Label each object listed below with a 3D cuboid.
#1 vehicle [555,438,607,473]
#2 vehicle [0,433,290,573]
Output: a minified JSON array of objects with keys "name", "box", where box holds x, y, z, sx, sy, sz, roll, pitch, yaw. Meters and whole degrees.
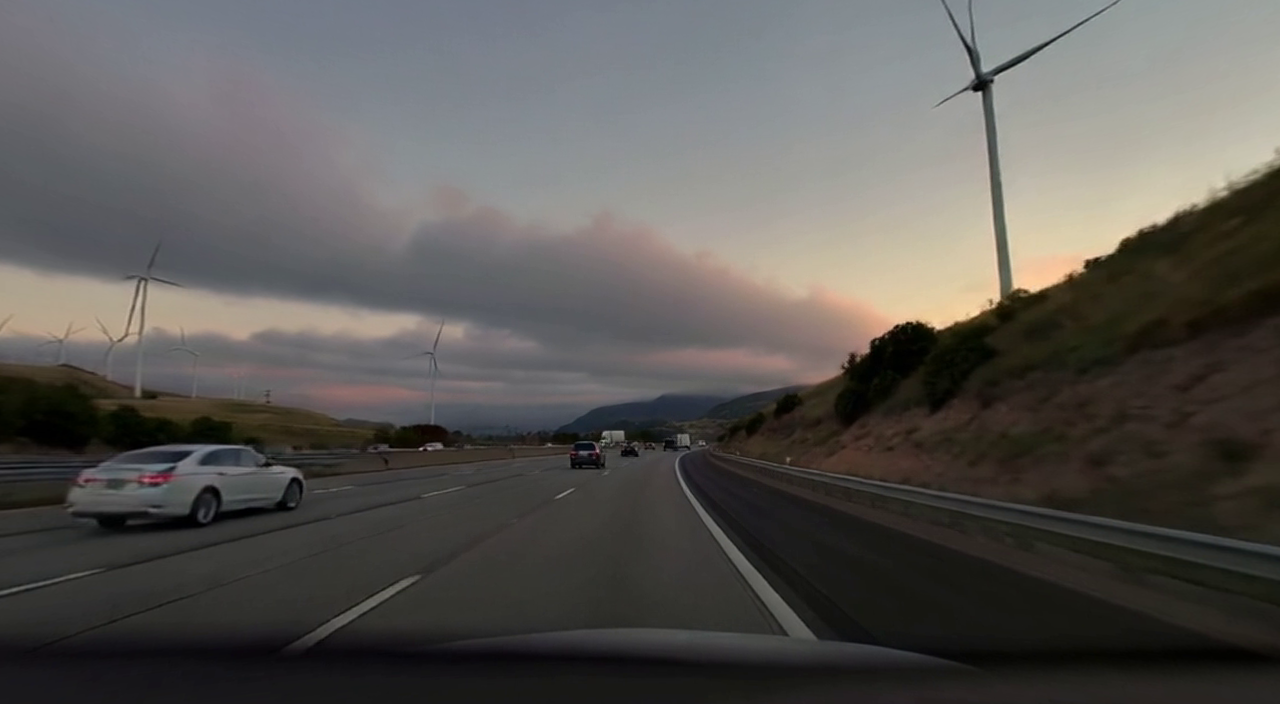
[{"name":"vehicle","box":[-3.039,5.492,33.664,2.118,1.702,4.355,-1,-9,3]},{"name":"vehicle","box":[-7.681,2.052,9.477,2.015,1.537,4.728,0,-9,2]}]
